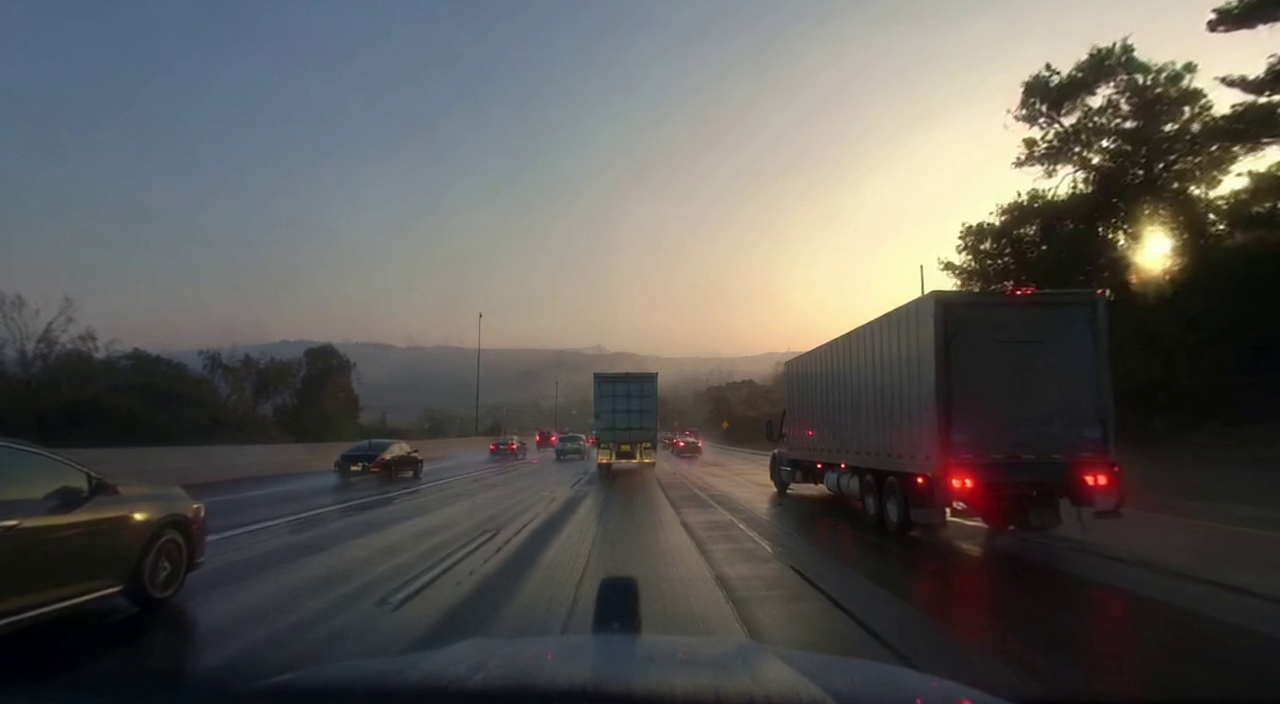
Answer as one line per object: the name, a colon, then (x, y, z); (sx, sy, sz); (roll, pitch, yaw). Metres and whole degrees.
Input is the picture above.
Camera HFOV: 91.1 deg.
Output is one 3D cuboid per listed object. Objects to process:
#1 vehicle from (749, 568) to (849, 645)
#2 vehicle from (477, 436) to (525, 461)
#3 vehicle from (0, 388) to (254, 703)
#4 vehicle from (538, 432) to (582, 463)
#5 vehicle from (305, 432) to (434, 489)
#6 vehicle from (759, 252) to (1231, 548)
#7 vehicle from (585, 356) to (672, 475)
vehicle: (5.654, 9.148, 22.818); (2.835, 2.000, 2.696); (1, -8, -2)
vehicle: (-8.624, 6.004, 39.274); (2.019, 1.471, 4.347); (0, -8, 0)
vehicle: (-3.882, 0.912, 2.812); (1.882, 1.493, 3.828); (0, -8, -1)
vehicle: (-4.532, 5.448, 36.042); (1.986, 1.612, 4.155); (0, -8, 0)
vehicle: (-7.777, 3.131, 18.617); (1.909, 1.479, 4.425); (0, -8, -1)
vehicle: (6.003, 1.523, 15.381); (2.863, 3.936, 14.058); (0, -8, -2)
vehicle: (-0.531, 2.802, 26.251); (2.938, 4.033, 9.980); (0, -8, -2)
